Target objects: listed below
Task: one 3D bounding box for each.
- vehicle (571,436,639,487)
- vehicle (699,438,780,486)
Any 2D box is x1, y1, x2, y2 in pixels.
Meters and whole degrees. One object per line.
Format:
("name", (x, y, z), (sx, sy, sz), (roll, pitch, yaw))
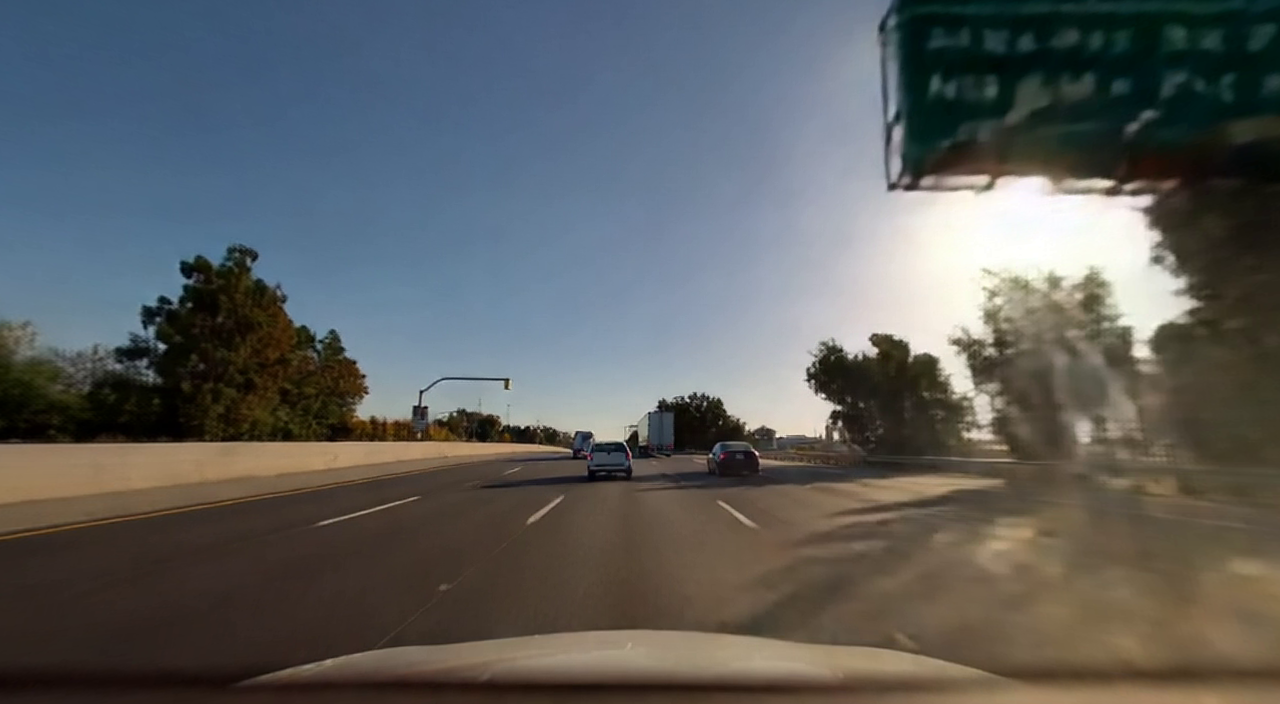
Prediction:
("vehicle", (-1.063, 3.591, 20.975), (2.020, 1.516, 3.951), (0, -9, 0))
("vehicle", (3.348, 3.797, 22.110), (1.971, 1.472, 4.301), (0, -9, -2))
